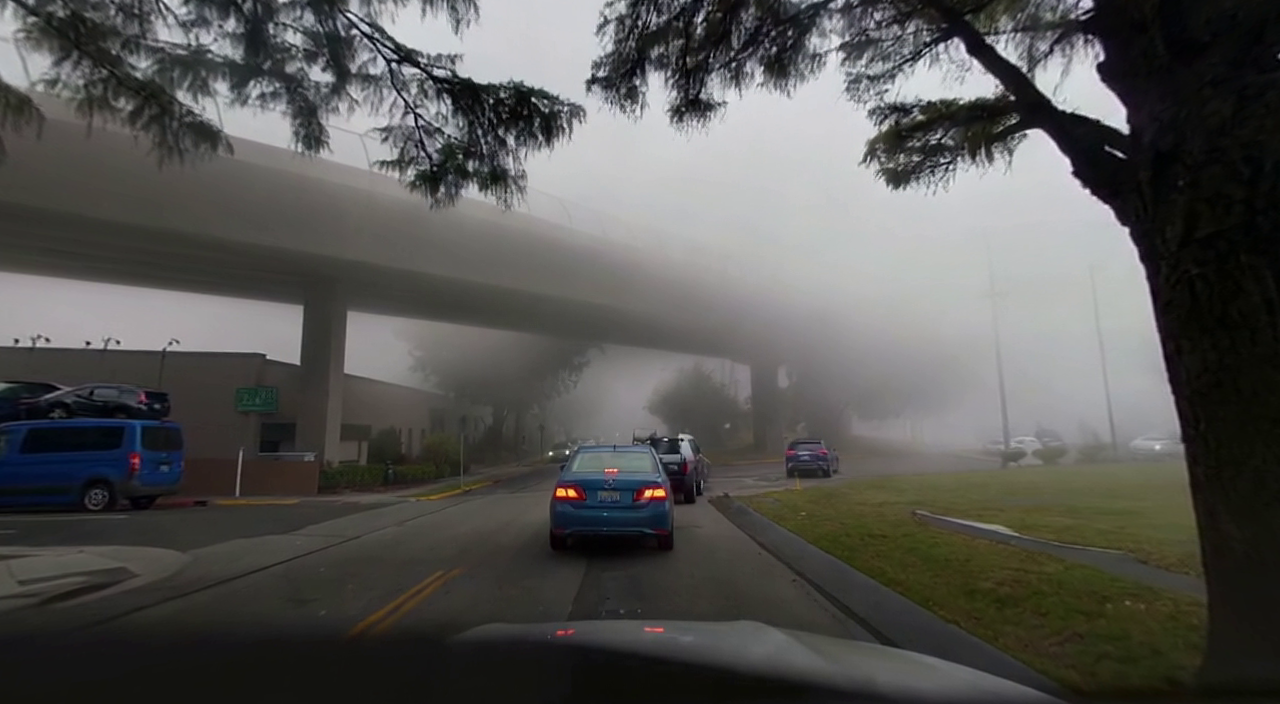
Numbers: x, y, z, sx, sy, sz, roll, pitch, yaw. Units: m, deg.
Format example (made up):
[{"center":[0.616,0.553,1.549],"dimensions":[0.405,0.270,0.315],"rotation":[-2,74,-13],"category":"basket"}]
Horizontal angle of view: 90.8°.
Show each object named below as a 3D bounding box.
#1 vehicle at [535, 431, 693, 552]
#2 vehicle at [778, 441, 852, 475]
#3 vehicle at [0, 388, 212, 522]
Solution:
[{"center":[-0.278,2.208,10.749],"dimensions":[2.087,1.578,4.652],"rotation":[0,-9,2],"category":"vehicle"},{"center":[10.094,6.038,36.289],"dimensions":[4.425,1.828,2.032],"rotation":[8,-12,-43],"category":"vehicle"},{"center":[-13.547,2.344,14.545],"dimensions":[5.356,2.762,2.644],"rotation":[0,-9,0],"category":"vehicle"}]
